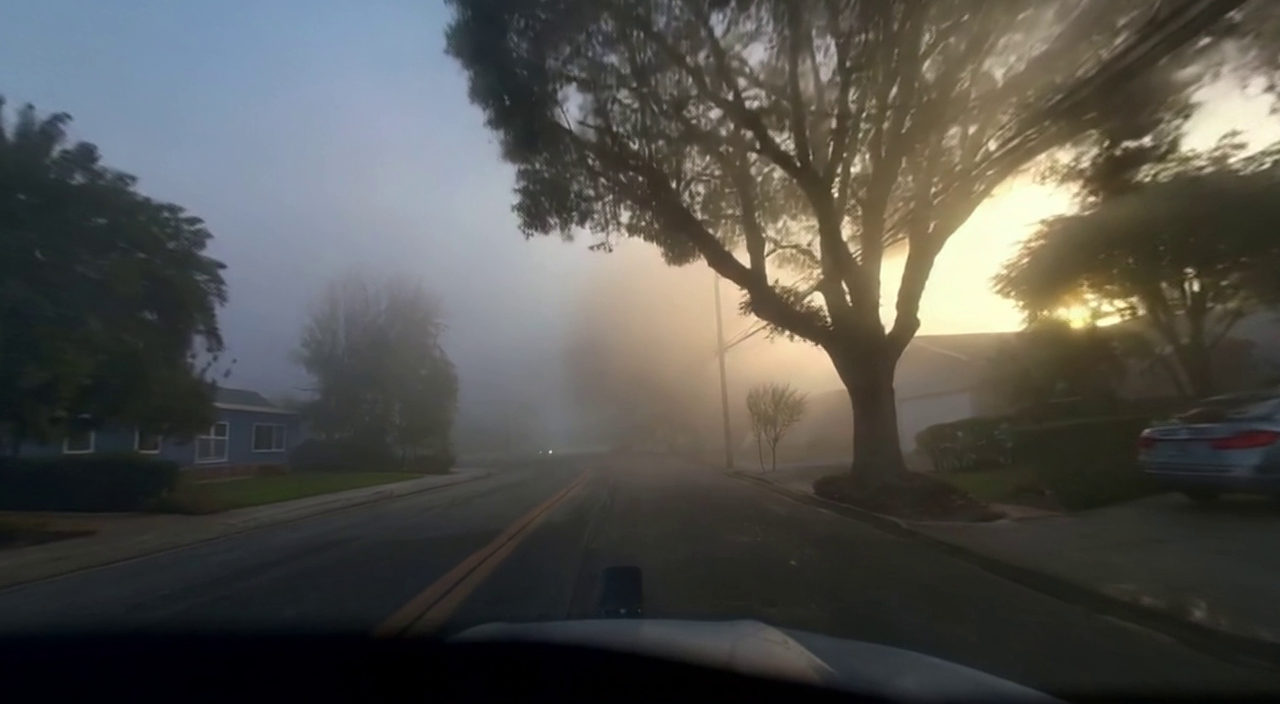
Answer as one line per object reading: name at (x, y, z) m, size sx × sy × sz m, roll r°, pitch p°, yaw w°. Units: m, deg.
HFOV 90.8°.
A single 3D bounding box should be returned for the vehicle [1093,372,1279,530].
vehicle at (10.360, 1.229, 9.411) m, size 5.307 × 1.940 × 2.412 m, roll -5°, pitch -8°, yaw -4°
